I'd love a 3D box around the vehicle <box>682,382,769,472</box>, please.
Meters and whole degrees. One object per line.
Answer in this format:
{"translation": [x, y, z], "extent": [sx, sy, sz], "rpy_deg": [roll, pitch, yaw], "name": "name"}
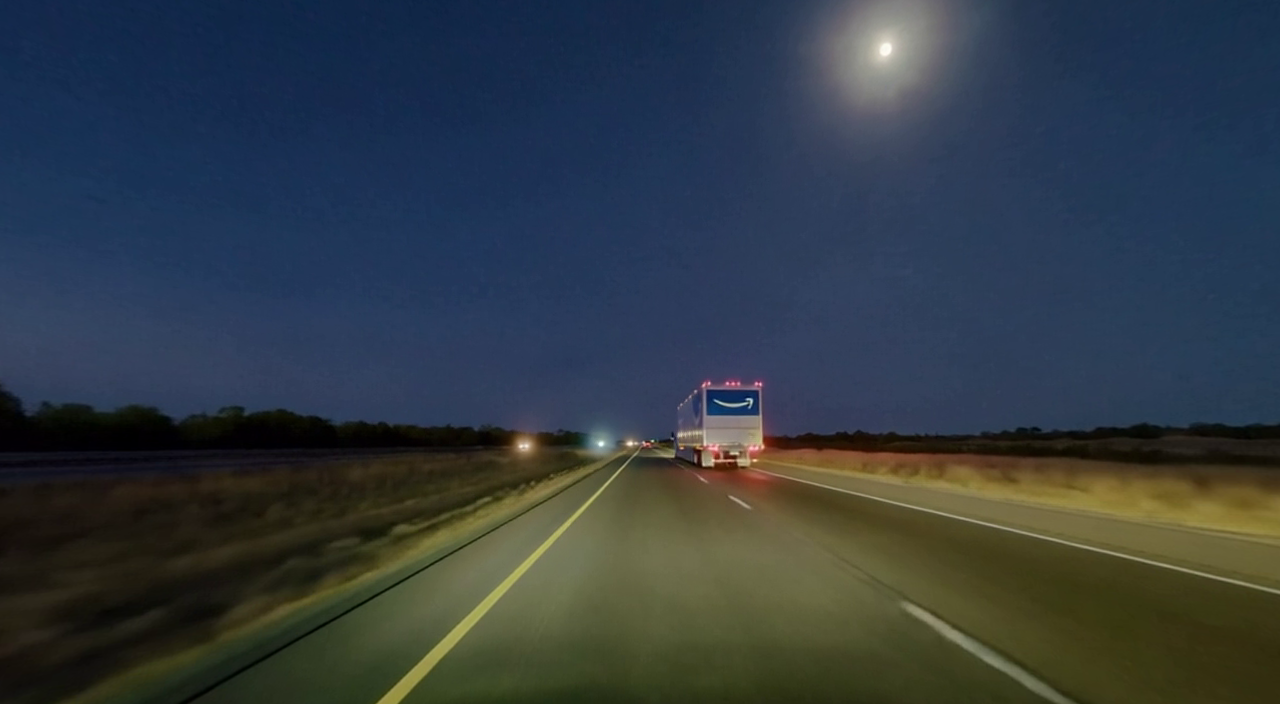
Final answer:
{"translation": [4.687, 4.854, 38.906], "extent": [3.190, 4.365, 16.625], "rpy_deg": [0, -8, 0], "name": "vehicle"}
